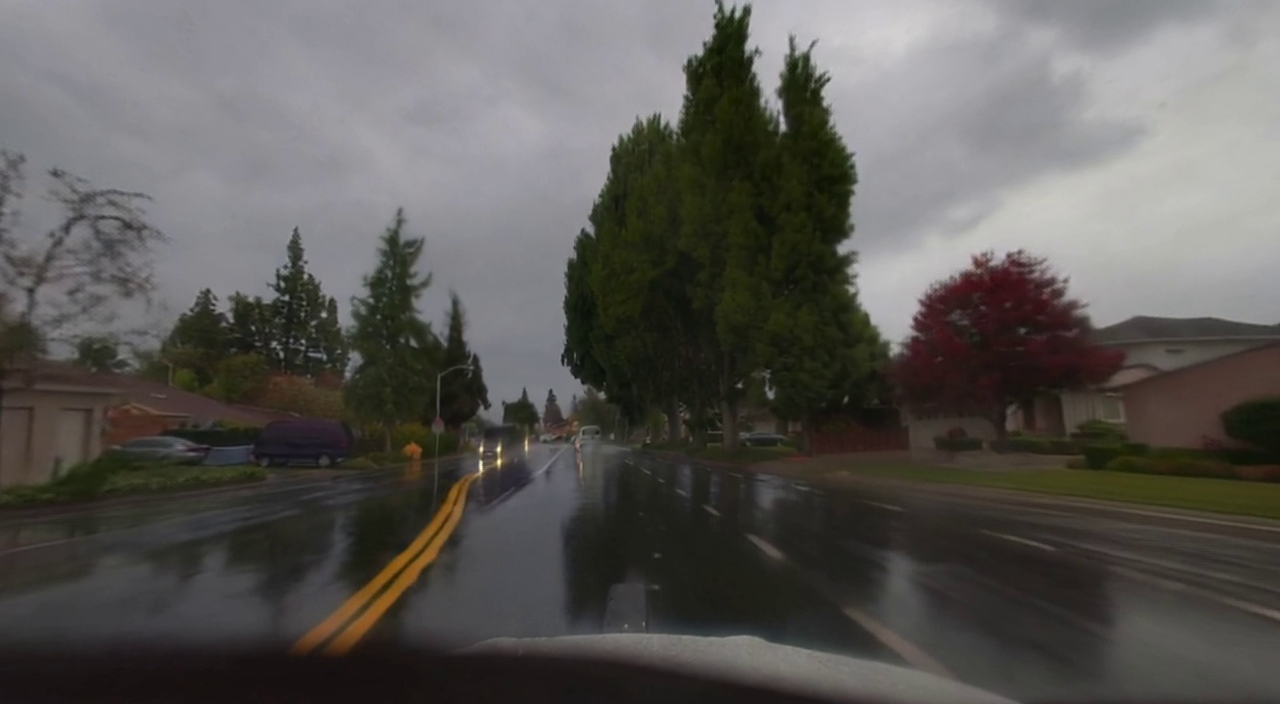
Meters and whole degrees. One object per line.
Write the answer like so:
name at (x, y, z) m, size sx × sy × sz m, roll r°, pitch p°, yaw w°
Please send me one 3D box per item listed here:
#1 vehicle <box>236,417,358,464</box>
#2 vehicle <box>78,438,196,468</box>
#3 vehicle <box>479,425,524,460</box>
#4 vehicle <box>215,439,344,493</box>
vehicle at (-21.426, 5.533, 39.532) m, size 6.474 × 2.781 × 2.364 m, roll -1°, pitch -8°, yaw 9°
vehicle at (-25.347, 5.093, 31.872) m, size 4.450 × 1.482 × 1.948 m, roll -1°, pitch -8°, yaw 5°
vehicle at (-8.693, 5.730, 40.005) m, size 2.281 × 2.069 × 4.797 m, roll 1°, pitch -8°, yaw -7°
vehicle at (-12.348, 3.877, 21.952) m, size 1.881 × 1.655 × 4.177 m, roll -1°, pitch -8°, yaw 2°
